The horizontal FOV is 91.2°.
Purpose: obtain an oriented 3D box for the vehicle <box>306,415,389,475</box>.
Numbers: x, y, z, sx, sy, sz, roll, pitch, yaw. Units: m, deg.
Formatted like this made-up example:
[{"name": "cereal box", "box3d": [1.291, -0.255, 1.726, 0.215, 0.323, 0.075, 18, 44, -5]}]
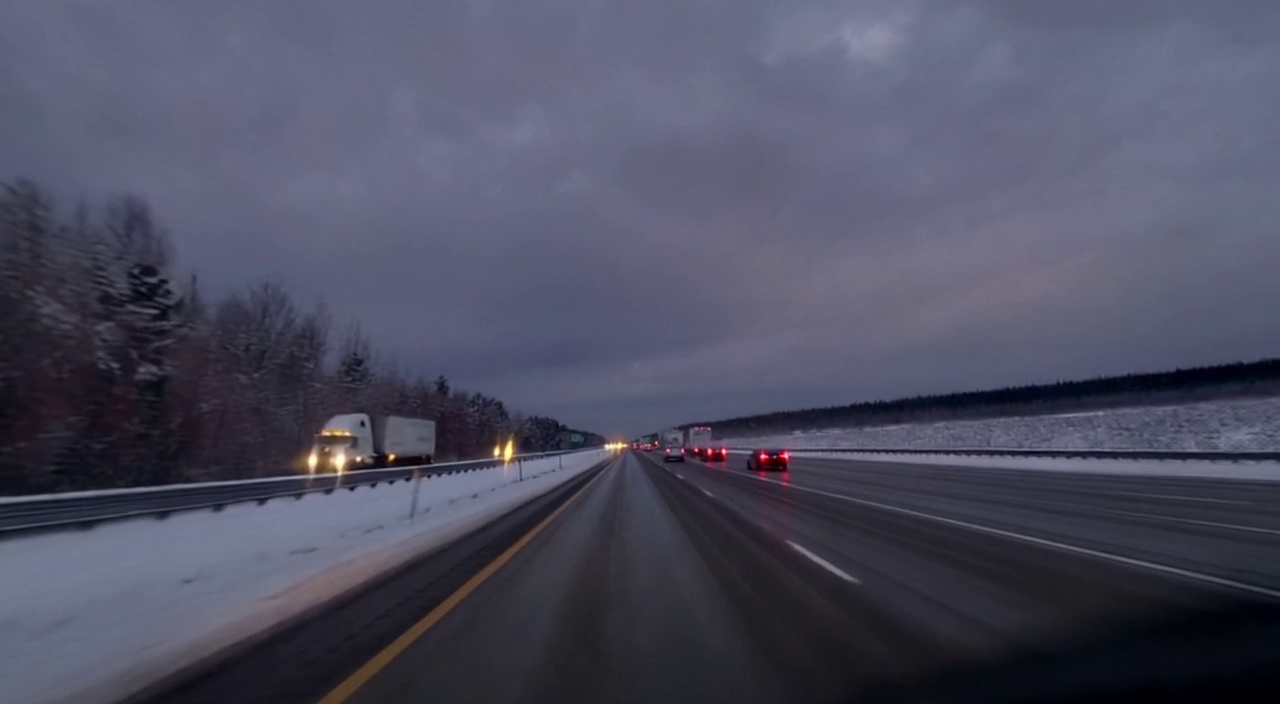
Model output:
[{"name": "vehicle", "box3d": [-20.495, 6.561, 44.325, 2.925, 3.917, 5.946, 0, -9, -1]}]
